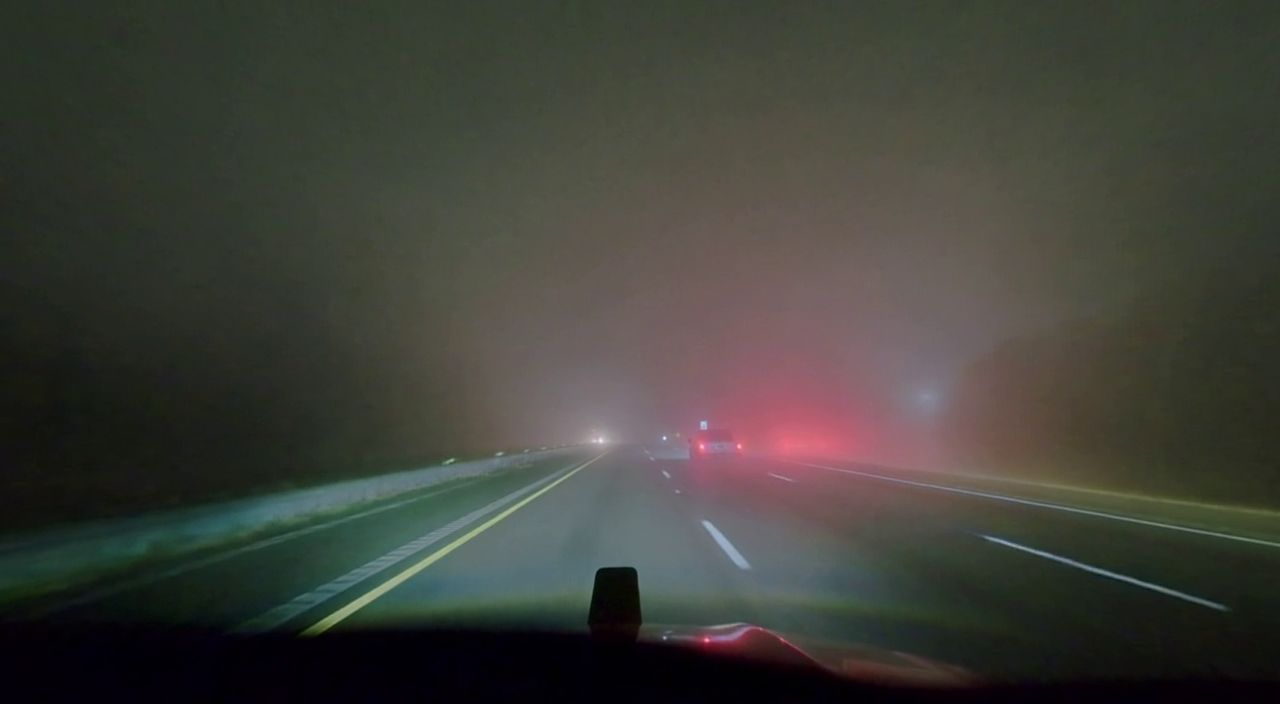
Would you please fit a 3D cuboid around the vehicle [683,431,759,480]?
[{"bbox_3d":[2.803,3.684,22.804,2.084,1.583,4.420,0,-8,-1],"label":"vehicle"}]
